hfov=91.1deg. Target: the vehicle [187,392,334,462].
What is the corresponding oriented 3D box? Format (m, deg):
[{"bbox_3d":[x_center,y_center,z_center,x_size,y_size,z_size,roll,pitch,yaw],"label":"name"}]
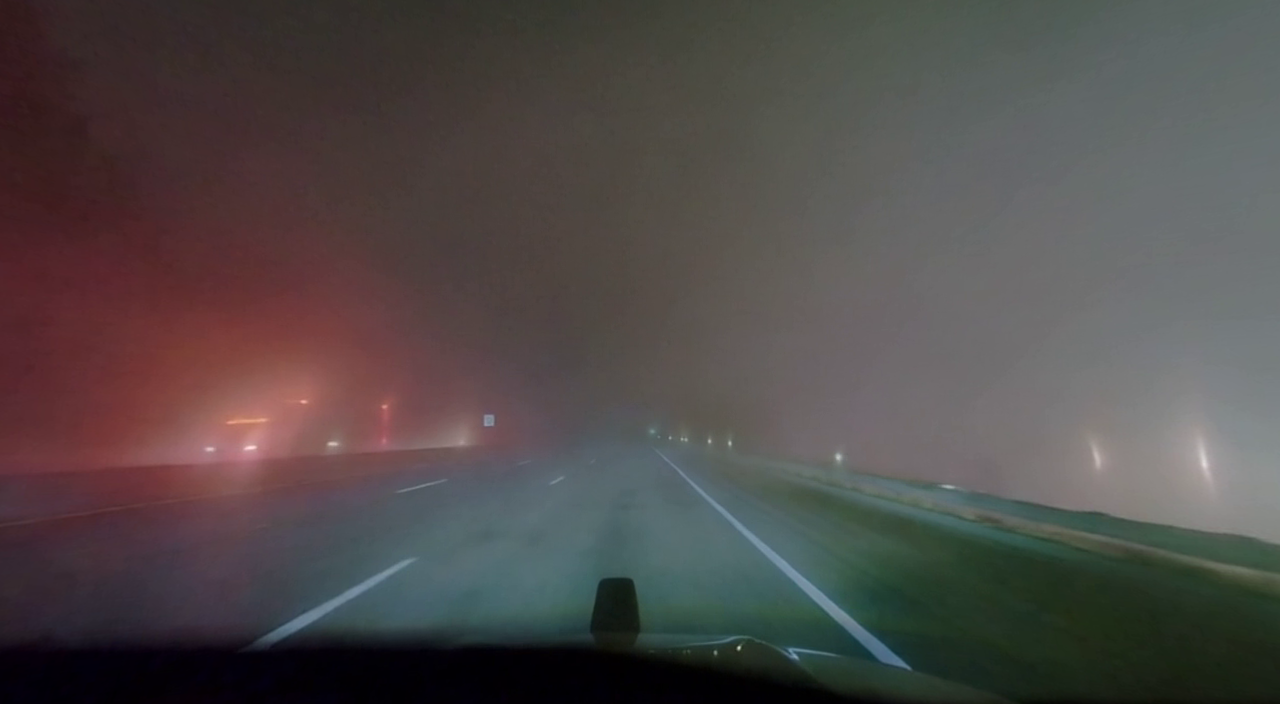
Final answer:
[{"bbox_3d":[-23.587,4.866,40.072,3.046,3.856,10.186,0,-8,-1],"label":"vehicle"}]
